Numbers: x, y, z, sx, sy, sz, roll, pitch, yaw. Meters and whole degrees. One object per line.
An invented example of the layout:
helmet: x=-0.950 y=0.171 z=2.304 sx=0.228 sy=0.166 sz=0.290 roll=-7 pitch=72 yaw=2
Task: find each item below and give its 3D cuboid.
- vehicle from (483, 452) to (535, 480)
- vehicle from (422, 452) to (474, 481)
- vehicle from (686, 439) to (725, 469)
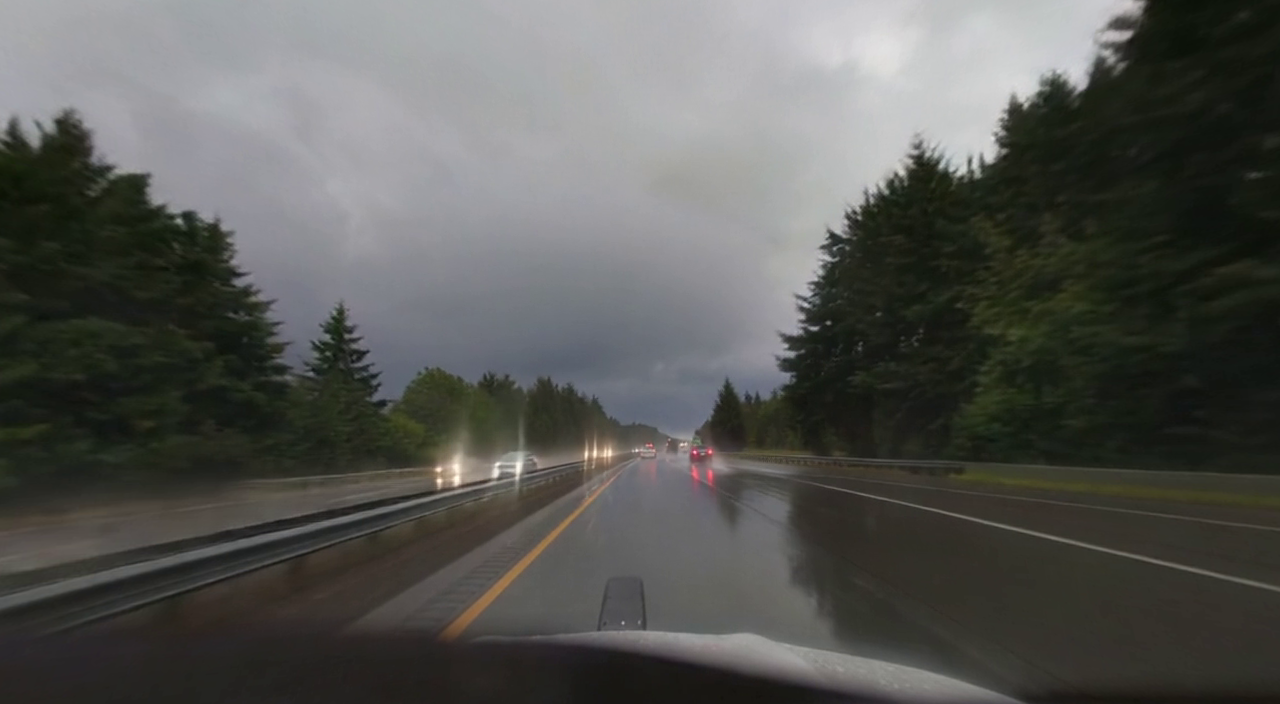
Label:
vehicle: x=-7.662 y=6.693 z=37.334 sx=1.971 sy=1.514 sz=4.586 roll=0 pitch=-9 yaw=1
vehicle: x=-12.509 y=7.457 z=41.301 sx=1.914 sy=1.702 sz=4.605 roll=0 pitch=-9 yaw=1
vehicle: x=4.619 y=7.267 z=45.134 sx=2.189 sy=2.007 sz=4.872 roll=0 pitch=-9 yaw=-1
